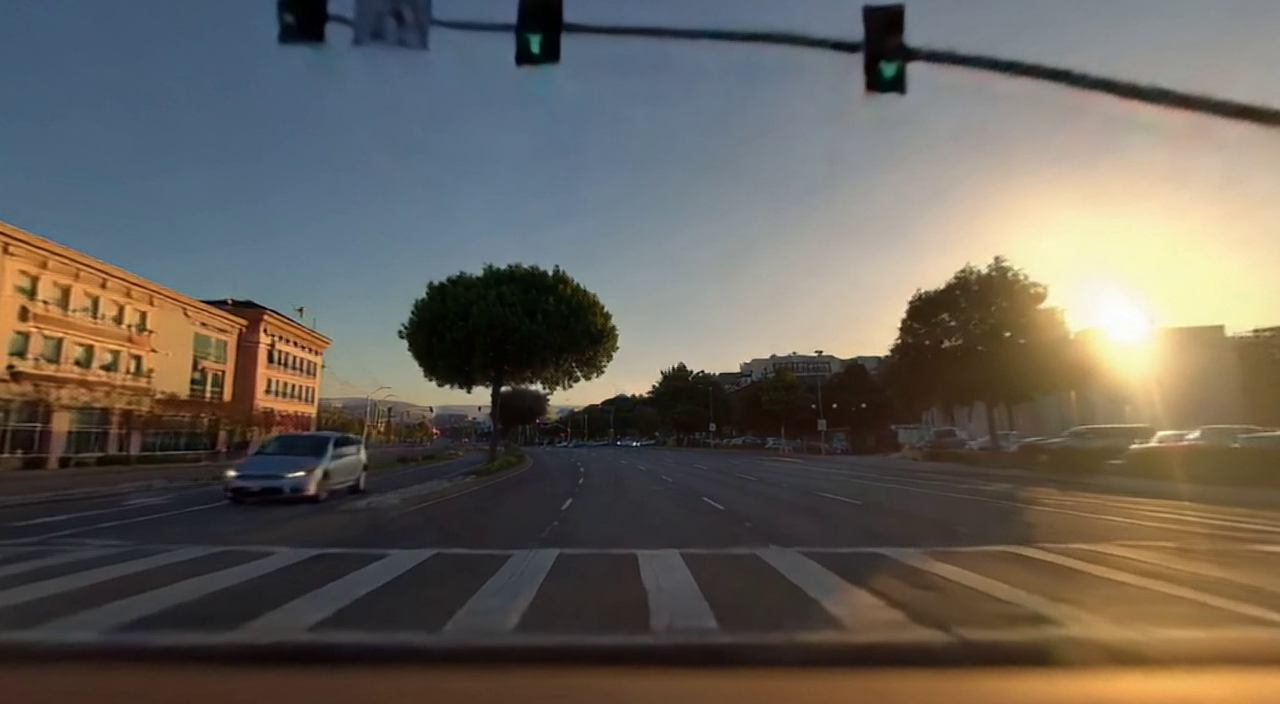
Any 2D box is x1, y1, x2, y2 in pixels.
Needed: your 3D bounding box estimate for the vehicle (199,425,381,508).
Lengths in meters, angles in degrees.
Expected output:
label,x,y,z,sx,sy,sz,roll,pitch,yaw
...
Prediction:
label,x,y,z,sx,sy,sz,roll,pitch,yaw
vehicle,-8.633,2.845,16.204,2.175,1.795,4.640,0,-8,-3
